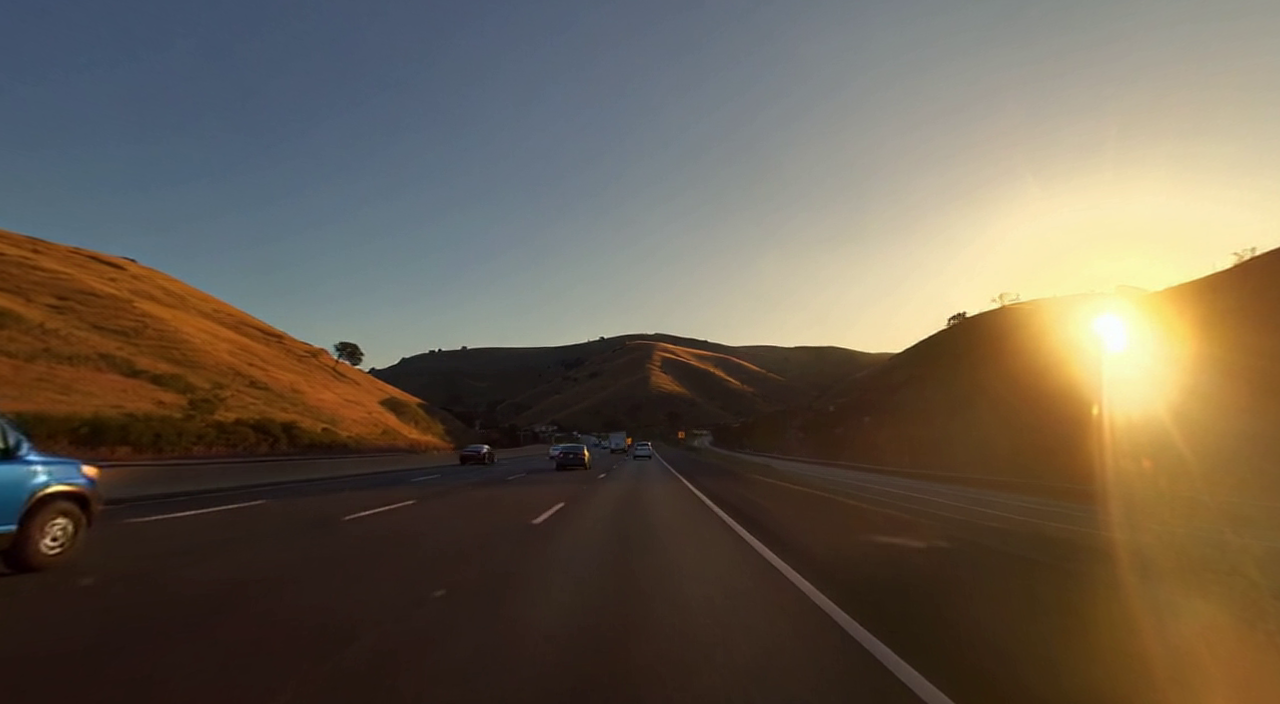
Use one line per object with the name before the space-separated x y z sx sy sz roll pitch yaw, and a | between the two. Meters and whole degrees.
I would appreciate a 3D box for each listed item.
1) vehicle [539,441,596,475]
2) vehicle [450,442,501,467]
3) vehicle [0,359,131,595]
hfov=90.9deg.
vehicle | -3.375 5.020 30.188 2.080 1.505 4.649 0 -8 1
vehicle | -10.625 6.631 41.094 1.945 1.466 4.947 0 -8 1
vehicle | -7.077 0.930 4.281 2.437 2.135 5.643 0 -8 1
